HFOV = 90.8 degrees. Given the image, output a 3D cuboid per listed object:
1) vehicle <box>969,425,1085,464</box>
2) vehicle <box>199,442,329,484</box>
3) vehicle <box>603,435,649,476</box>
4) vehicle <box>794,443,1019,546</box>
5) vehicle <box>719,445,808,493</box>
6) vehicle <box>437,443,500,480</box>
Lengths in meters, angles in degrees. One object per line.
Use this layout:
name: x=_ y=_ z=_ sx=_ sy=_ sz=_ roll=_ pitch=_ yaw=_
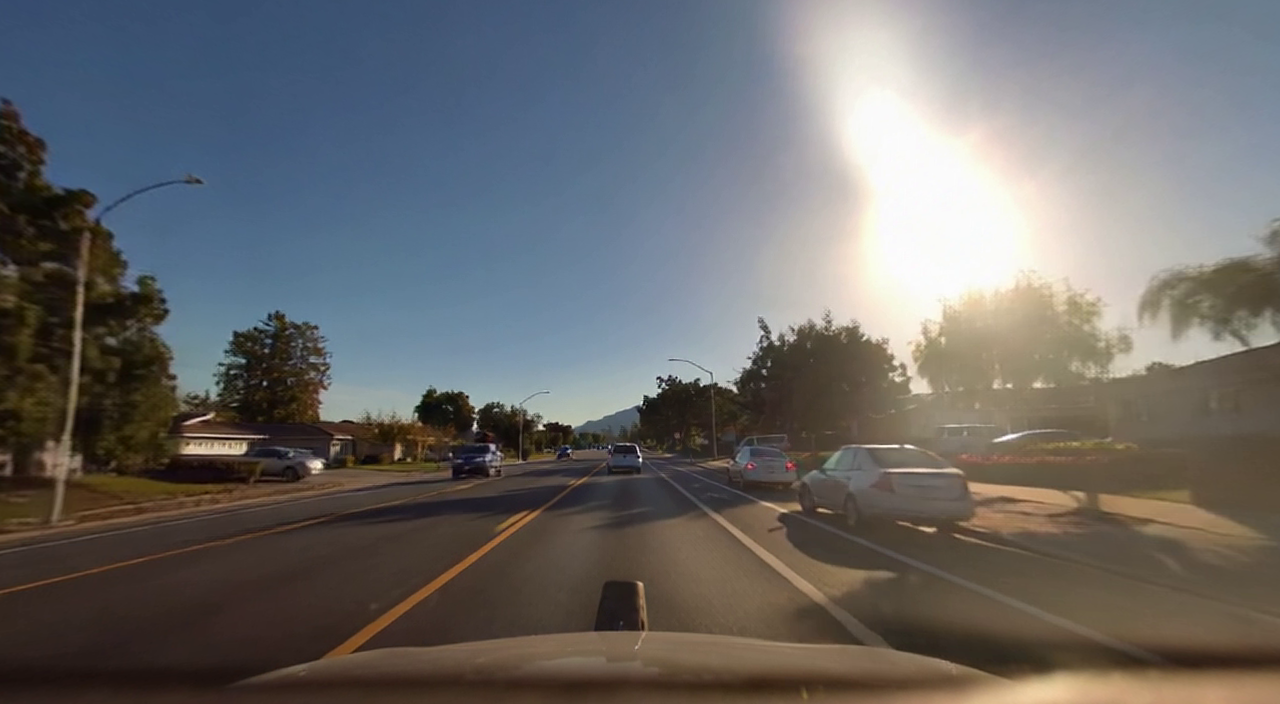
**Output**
vehicle: x=18.027 y=4.319 z=29.543 sx=4.172 sy=1.705 sz=2.032 roll=1 pitch=-9 yaw=-7
vehicle: x=-19.987 y=5.887 z=33.766 sx=5.551 sy=1.870 sz=2.183 roll=-2 pitch=-8 yaw=-2
vehicle: x=-0.700 y=5.269 z=32.425 sx=2.153 sy=1.942 sz=4.767 roll=0 pitch=-9 yaw=-1
vehicle: x=4.472 y=2.439 z=11.608 sx=1.963 sy=1.469 sz=4.709 roll=0 pitch=-9 yaw=-2
vehicle: x=4.212 y=4.074 z=22.484 sx=2.001 sy=1.480 sz=5.022 roll=0 pitch=-9 yaw=-2
vehicle: x=-8.863 y=5.676 z=33.059 sx=1.999 sy=1.806 sz=4.479 roll=0 pitch=-9 yaw=0
